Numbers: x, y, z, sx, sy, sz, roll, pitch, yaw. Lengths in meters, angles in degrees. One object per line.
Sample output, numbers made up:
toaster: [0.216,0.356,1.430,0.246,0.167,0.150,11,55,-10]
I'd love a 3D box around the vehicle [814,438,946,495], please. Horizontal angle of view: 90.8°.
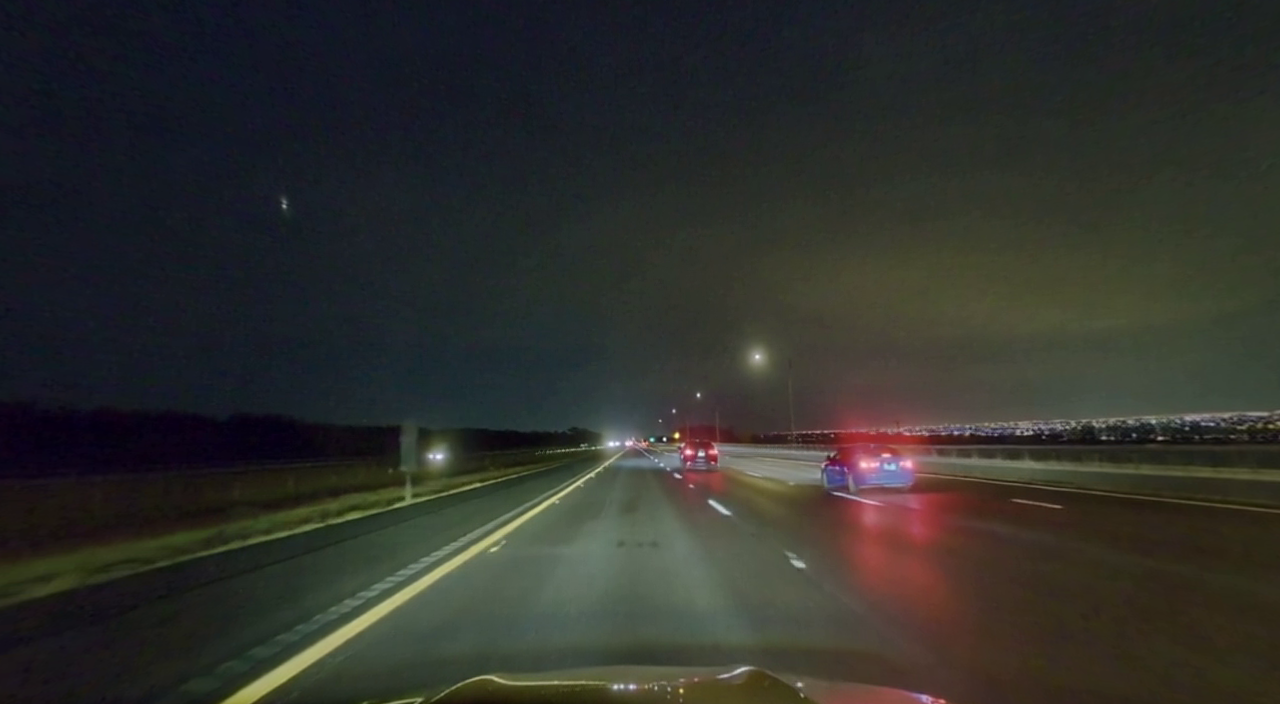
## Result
vehicle: [7.198,3.476,19.645,2.046,1.509,4.929,0,-8,-2]

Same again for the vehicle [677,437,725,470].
vehicle: [3.480,5.892,36.800,2.141,1.785,4.778,0,-8,-2]
